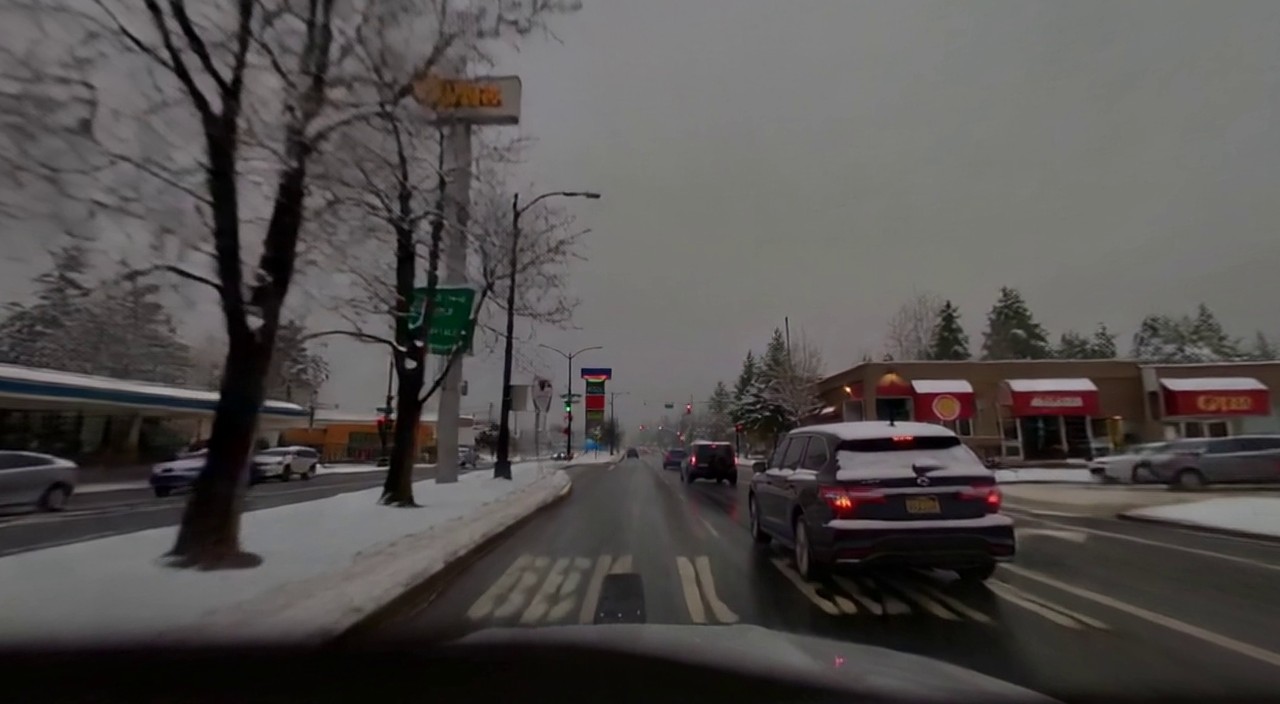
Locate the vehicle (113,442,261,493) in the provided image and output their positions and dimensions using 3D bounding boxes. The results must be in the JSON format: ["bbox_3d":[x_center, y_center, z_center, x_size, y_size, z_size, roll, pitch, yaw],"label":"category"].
[{"bbox_3d":[-17.964,4.559,25.374,2.129,1.843,5.067,0,-8,1],"label":"vehicle"}]

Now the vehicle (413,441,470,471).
[{"bbox_3d":[-13.437,7.034,42.908,2.097,1.912,4.828,0,-8,2],"label":"vehicle"}]

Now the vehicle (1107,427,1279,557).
[{"bbox_3d":[9.831,2.034,9.324,2.065,1.767,4.844,0,-8,0],"label":"vehicle"}]

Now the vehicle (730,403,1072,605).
[{"bbox_3d":[2.587,1.661,7.888,2.183,1.720,4.842,0,-8,0],"label":"vehicle"}]

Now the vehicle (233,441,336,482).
[{"bbox_3d":[-17.825,5.487,31.927,2.263,1.887,5.170,0,-8,-1],"label":"vehicle"}]

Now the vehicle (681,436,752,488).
[{"bbox_3d":[2.665,3.948,22.948,1.999,1.679,4.217,0,-8,-1],"label":"vehicle"}]
